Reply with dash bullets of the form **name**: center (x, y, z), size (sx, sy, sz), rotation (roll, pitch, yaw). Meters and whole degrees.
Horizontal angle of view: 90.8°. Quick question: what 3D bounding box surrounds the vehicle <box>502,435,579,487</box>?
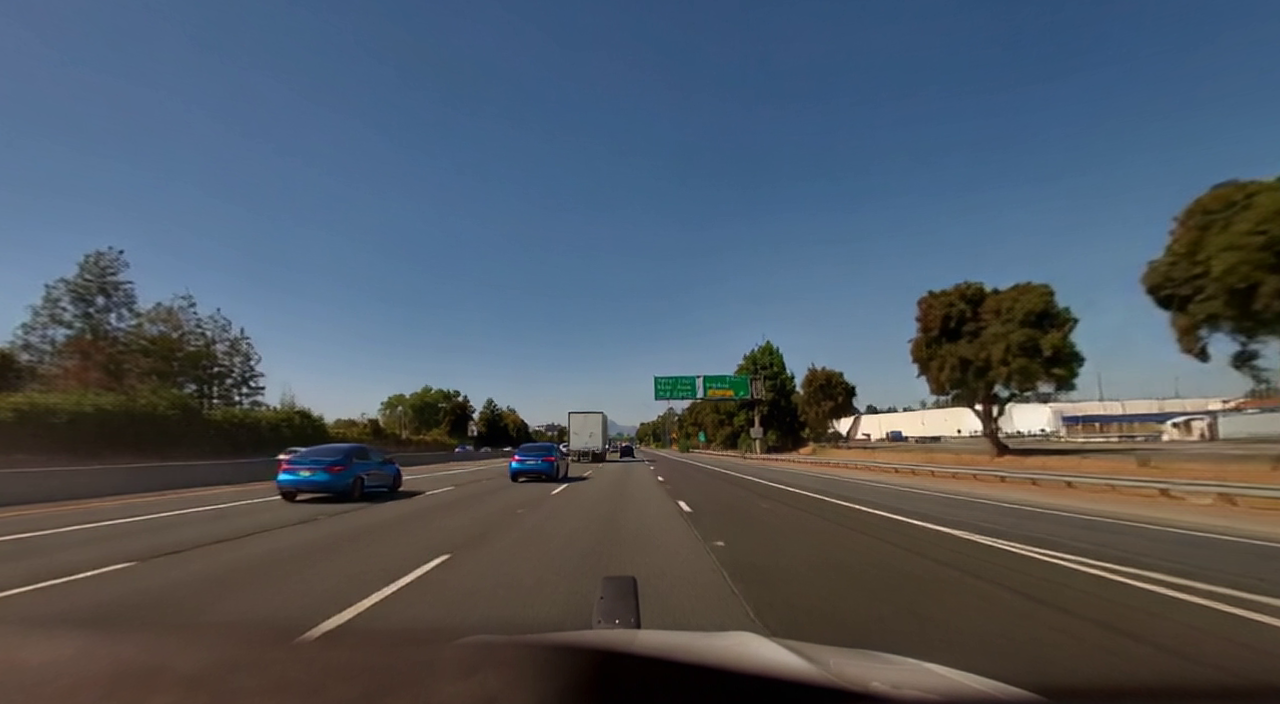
- **vehicle**: center (-3.406, 3.844, 22.517), size (2.033, 1.669, 4.112), rotation (0, -9, 1)

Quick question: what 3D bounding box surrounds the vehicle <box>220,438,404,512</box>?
- **vehicle**: center (-7.584, 2.865, 15.240), size (2.026, 1.477, 4.467), rotation (0, -9, 0)
